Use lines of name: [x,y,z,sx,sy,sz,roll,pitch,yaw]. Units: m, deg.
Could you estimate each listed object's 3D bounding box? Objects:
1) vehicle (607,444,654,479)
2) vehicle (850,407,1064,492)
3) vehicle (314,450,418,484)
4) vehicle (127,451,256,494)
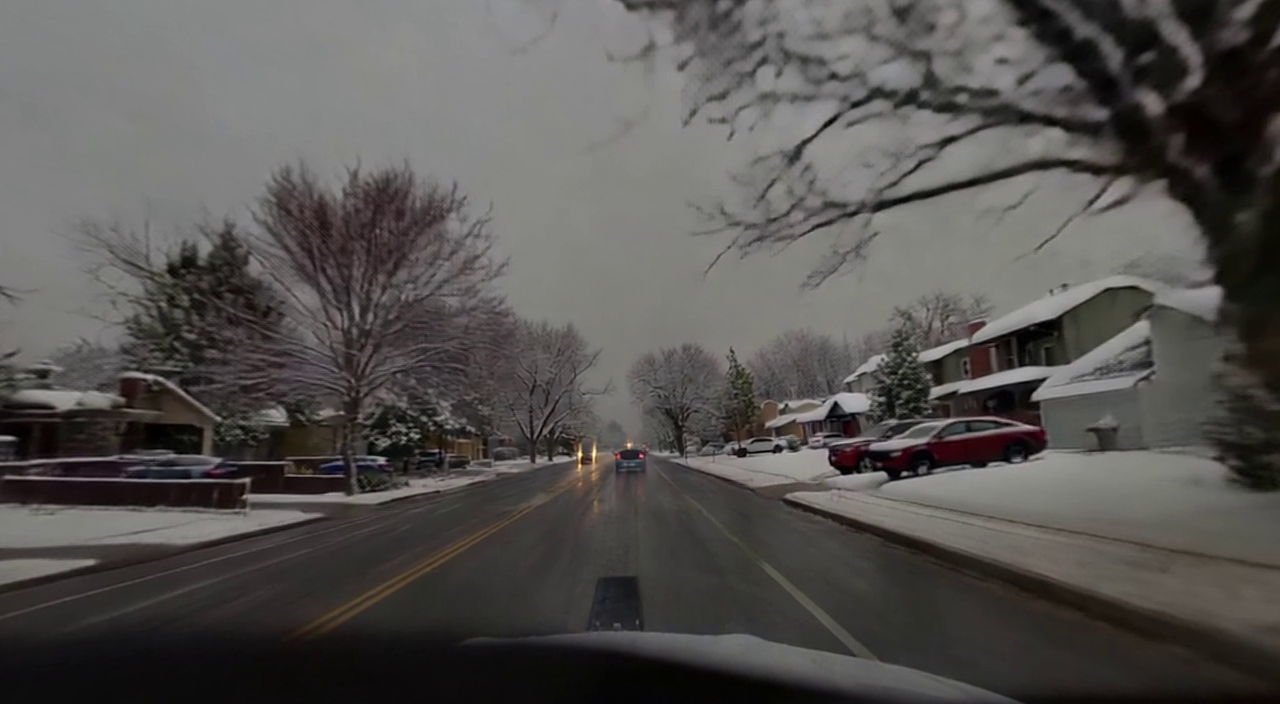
vehicle: [-0.411,5.133,29.845,2.098,1.483,4.099,0,-9,0]
vehicle: [8.340,2.597,16.960,4.513,1.617,1.998,-7,-8,-1]
vehicle: [-14.818,6.238,34.362,4.608,1.743,2.222,-1,-9,7]
vehicle: [-17.075,4.520,24.046,4.608,1.481,1.890,-4,-10,26]
